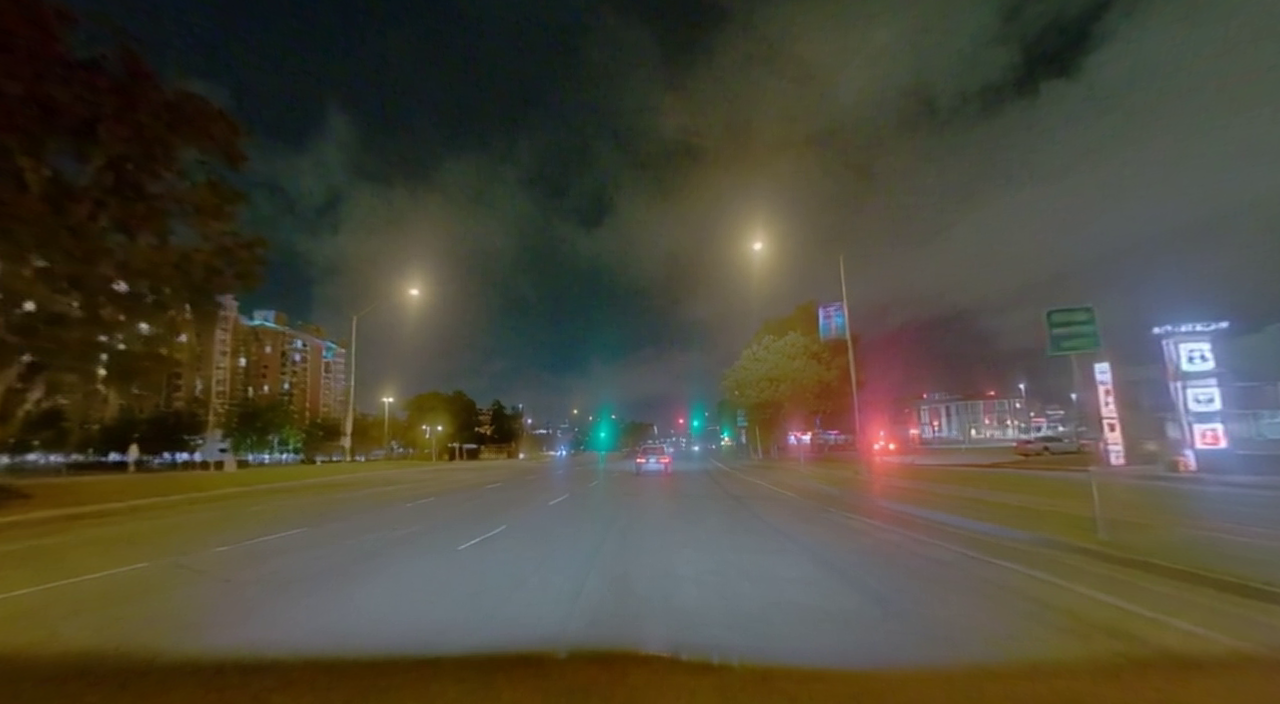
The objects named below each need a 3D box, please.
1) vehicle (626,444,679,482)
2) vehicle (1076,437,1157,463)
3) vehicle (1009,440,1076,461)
[{"bbox_3d":[0.578,4.808,27.567,2.133,1.481,4.276,0,-9,2],"label":"vehicle"},{"bbox_3d":[34.520,7.060,45.953,1.984,1.750,4.798,0,-8,-2],"label":"vehicle"},{"bbox_3d":[29.489,7.280,46.430,1.839,1.470,4.548,0,-9,-1],"label":"vehicle"}]
